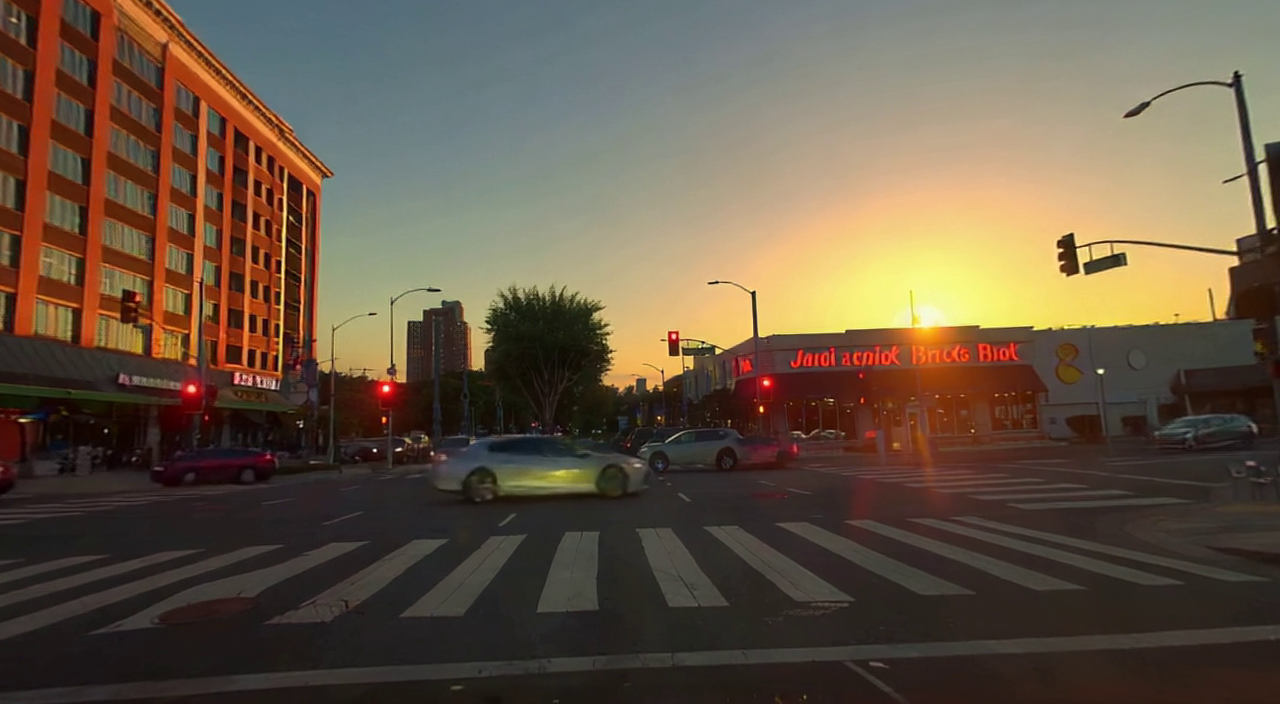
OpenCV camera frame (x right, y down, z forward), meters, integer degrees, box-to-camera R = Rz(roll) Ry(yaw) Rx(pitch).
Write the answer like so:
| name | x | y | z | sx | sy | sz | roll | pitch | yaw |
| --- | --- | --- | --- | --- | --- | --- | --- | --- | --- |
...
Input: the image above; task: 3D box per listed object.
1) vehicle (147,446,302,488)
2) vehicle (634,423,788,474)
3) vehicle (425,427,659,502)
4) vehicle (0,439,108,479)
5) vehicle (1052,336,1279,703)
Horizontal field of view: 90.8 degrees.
| name | x | y | z | sx | sy | sz | roll | pitch | yaw |
| --- | --- | --- | --- | --- | --- | --- | --- | --- | --- |
| vehicle | -15.397 | 4.250 | 23.644 | 4.461 | 1.443 | 1.715 | 1 | -9 | -10 |
| vehicle | 2.212 | 3.108 | 20.472 | 4.612 | 1.521 | 1.811 | 1 | -9 | -9 |
| vehicle | -2.093 | 2.440 | 13.991 | 4.758 | 1.480 | 1.849 | 1 | -8 | -9 |
| vehicle | -31.542 | 5.608 | 33.546 | 2.205 | 1.903 | 5.877 | 1 | -9 | -10 |
| vehicle | 3.000 | 0.609 | 0.867 | 1.866 | 1.654 | 4.354 | 0 | -8 | -1 |
